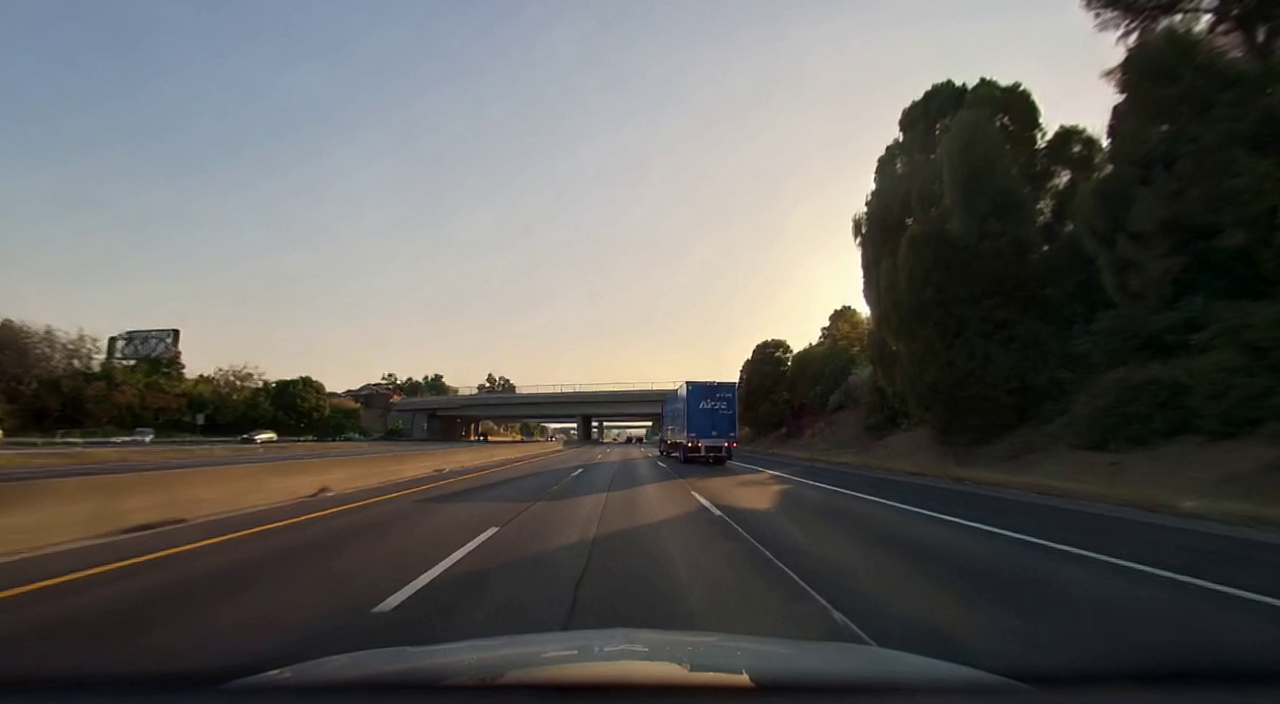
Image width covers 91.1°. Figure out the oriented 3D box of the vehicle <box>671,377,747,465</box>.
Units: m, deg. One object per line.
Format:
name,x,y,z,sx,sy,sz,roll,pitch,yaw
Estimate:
vehicle,3.399,3.770,33.434,2.880,3.986,9.103,0,-8,-1
